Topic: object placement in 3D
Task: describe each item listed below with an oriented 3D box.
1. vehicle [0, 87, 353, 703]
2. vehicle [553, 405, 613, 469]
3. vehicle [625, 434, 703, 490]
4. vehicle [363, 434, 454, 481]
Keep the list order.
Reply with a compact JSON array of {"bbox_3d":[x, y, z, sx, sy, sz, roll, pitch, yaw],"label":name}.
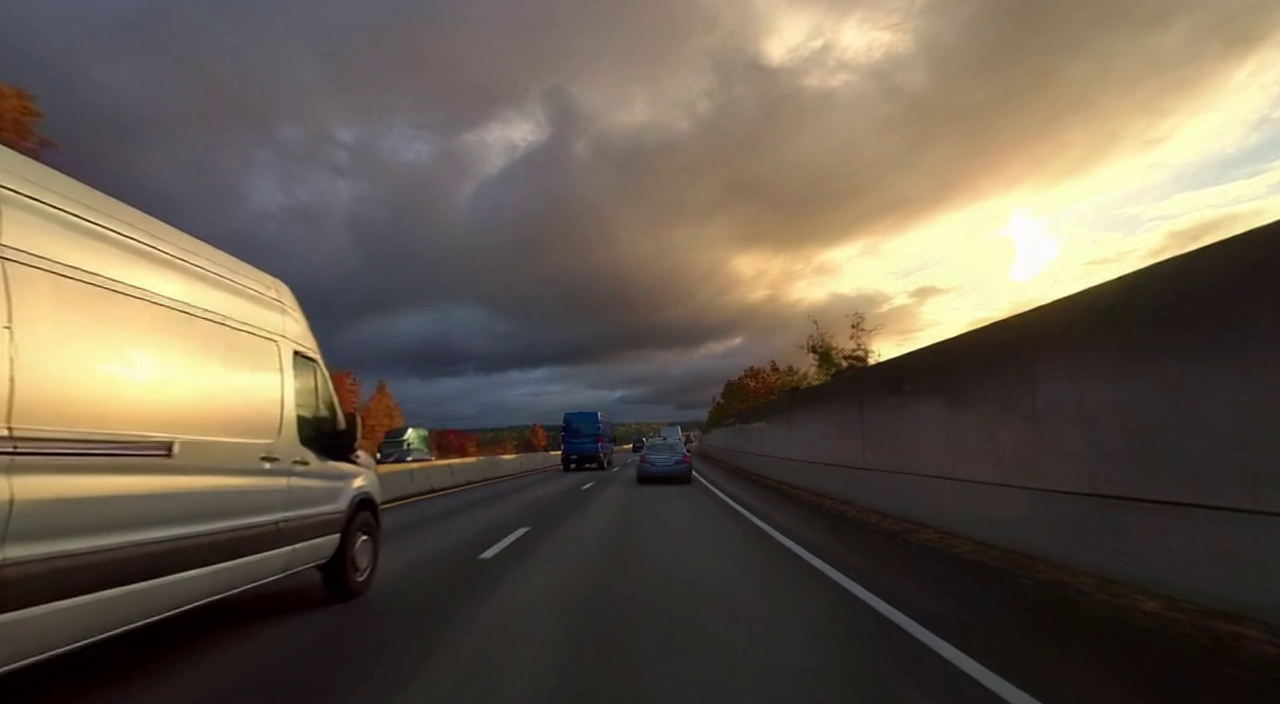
[{"bbox_3d":[-3.401,0.301,2.226,2.185,2.503,5.477,0,-8,-1],"label":"vehicle"},{"bbox_3d":[-2.612,4.101,30.217,2.334,2.769,5.087,0,-8,0],"label":"vehicle"},{"bbox_3d":[0.670,3.229,18.882,2.071,1.487,3.948,0,-8,1],"label":"vehicle"},{"bbox_3d":[-13.712,6.283,38.047,2.517,2.513,7.177,0,-8,2],"label":"vehicle"}]
